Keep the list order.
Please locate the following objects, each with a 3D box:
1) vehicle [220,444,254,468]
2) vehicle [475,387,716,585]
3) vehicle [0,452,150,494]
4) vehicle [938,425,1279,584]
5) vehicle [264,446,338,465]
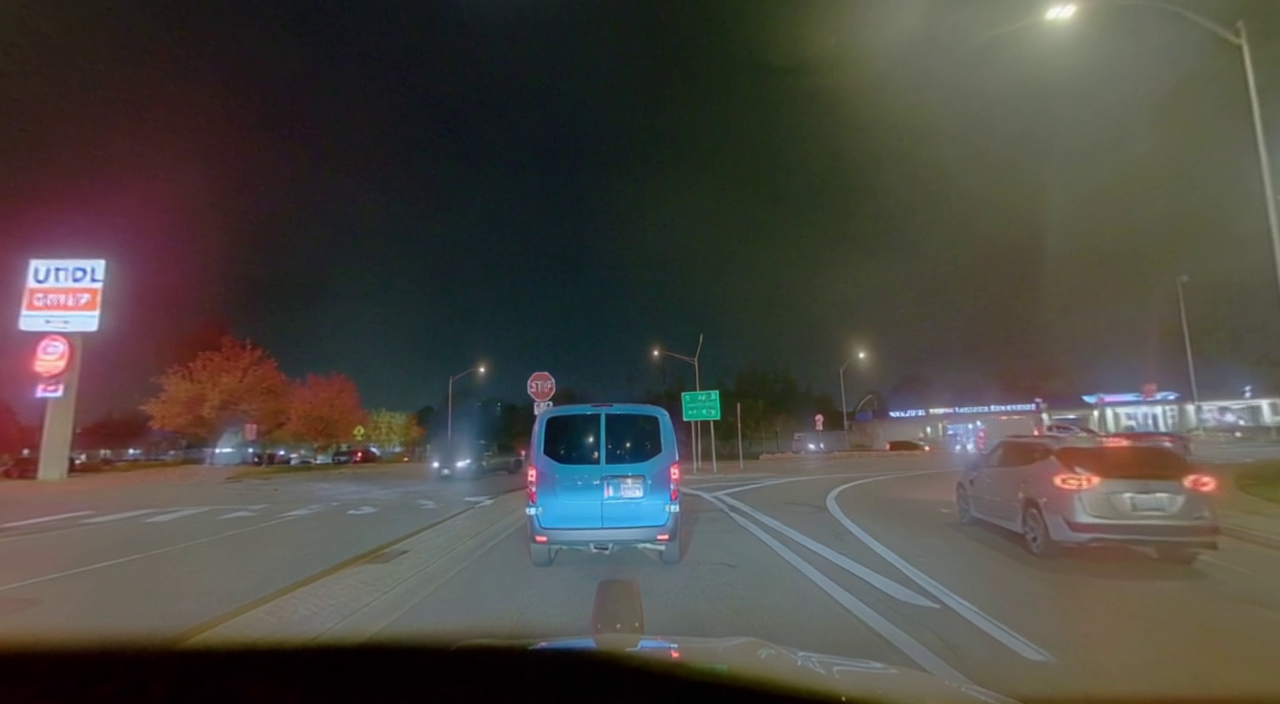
[{"bbox_3d":[-29.961,7.736,47.080,1.913,1.682,4.120,5,-10,-31],"label":"vehicle"},{"bbox_3d":[-0.346,1.581,8.225,2.237,1.828,4.546,0,-9,2],"label":"vehicle"},{"bbox_3d":[-21.459,4.525,24.065,2.038,1.392,4.362,0,-9,0],"label":"vehicle"},{"bbox_3d":[5.816,1.835,8.614,2.079,1.504,4.828,-2,-9,12],"label":"vehicle"},{"bbox_3d":[-26.217,8.018,48.978,4.670,1.472,1.851,1,-9,-8],"label":"vehicle"}]
